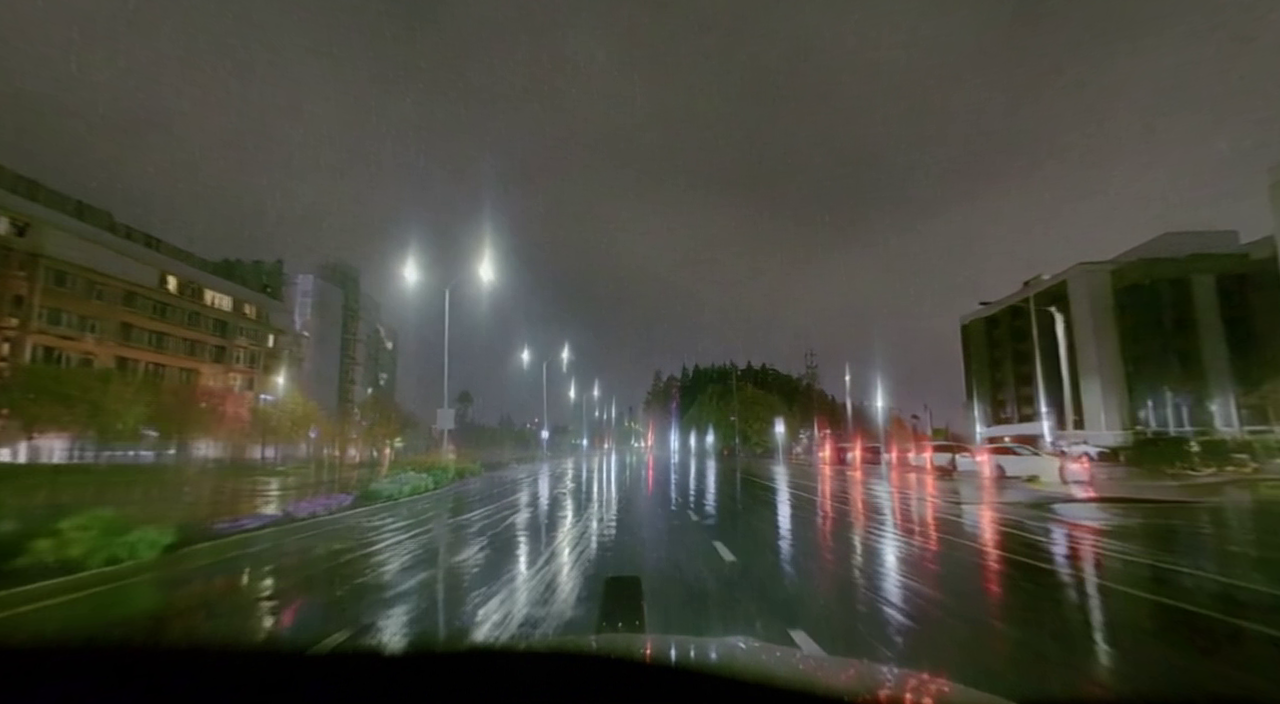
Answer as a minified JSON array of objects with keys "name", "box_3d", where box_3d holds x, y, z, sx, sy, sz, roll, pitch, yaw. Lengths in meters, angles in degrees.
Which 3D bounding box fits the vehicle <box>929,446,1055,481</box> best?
[{"name":"vehicle","box_3d":[15.395,4.902,27.718,4.331,1.469,2.008,0,-9,2]}]

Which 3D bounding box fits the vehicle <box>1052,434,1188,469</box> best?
[{"name":"vehicle","box_3d":[26.927,5.604,35.492,5.663,1.895,2.229,-1,-9,3]}]

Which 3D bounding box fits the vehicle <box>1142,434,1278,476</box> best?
[{"name":"vehicle","box_3d":[27.500,4.963,30.484,4.627,1.659,1.882,-3,-7,0]}]
